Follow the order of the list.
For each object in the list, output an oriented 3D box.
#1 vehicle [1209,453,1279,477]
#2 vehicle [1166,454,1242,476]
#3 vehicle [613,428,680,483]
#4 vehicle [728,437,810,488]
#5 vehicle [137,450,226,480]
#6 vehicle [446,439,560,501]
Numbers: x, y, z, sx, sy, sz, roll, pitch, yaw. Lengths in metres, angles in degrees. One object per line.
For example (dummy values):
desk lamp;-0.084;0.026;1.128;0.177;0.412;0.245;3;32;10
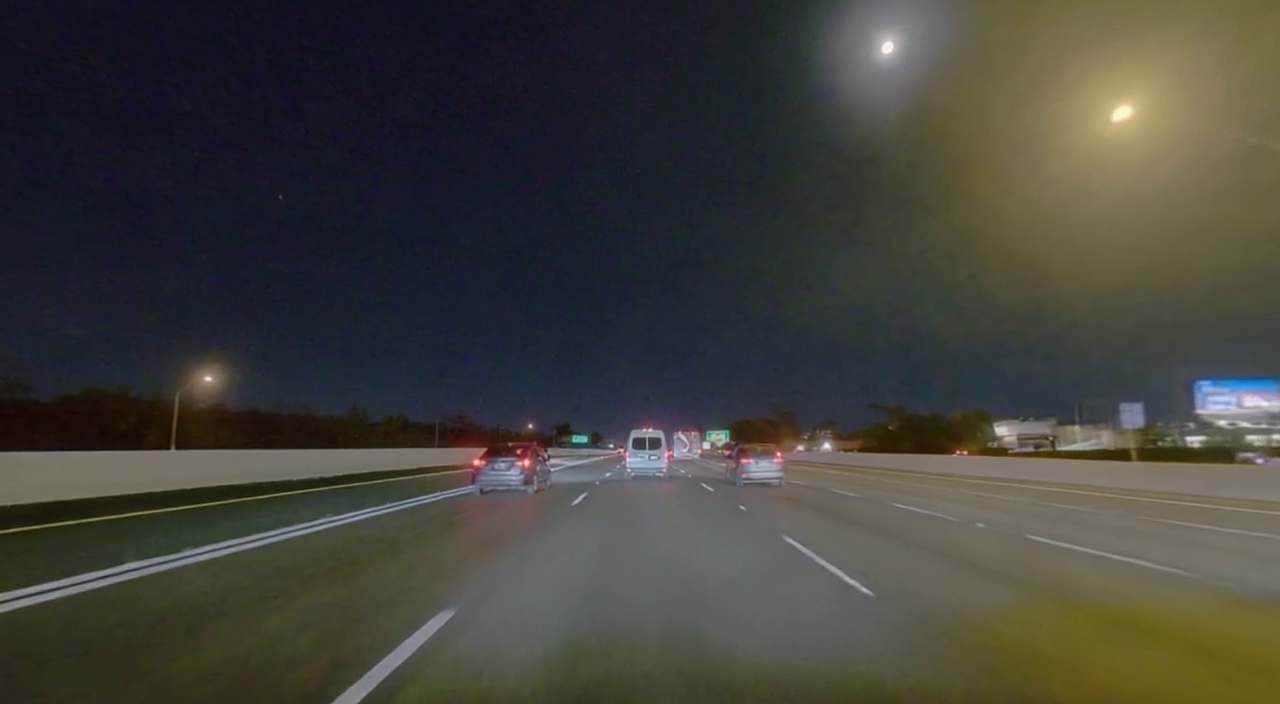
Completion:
vehicle;39.736;7.312;40.778;3.704;1.461;1.891;-1;-9;7
vehicle;41.085;8.241;45.932;3.667;1.480;1.749;-1;-9;7
vehicle;0.257;4.270;26.290;2.509;2.062;4.639;0;-9;0
vehicle;4.641;4.032;23.315;2.146;1.678;4.489;0;-9;1
vehicle;-26.793;6.582;36.967;1.952;1.623;4.121;0;-9;2
vehicle;-3.816;3.386;18.556;2.173;1.542;4.781;0;-9;2
